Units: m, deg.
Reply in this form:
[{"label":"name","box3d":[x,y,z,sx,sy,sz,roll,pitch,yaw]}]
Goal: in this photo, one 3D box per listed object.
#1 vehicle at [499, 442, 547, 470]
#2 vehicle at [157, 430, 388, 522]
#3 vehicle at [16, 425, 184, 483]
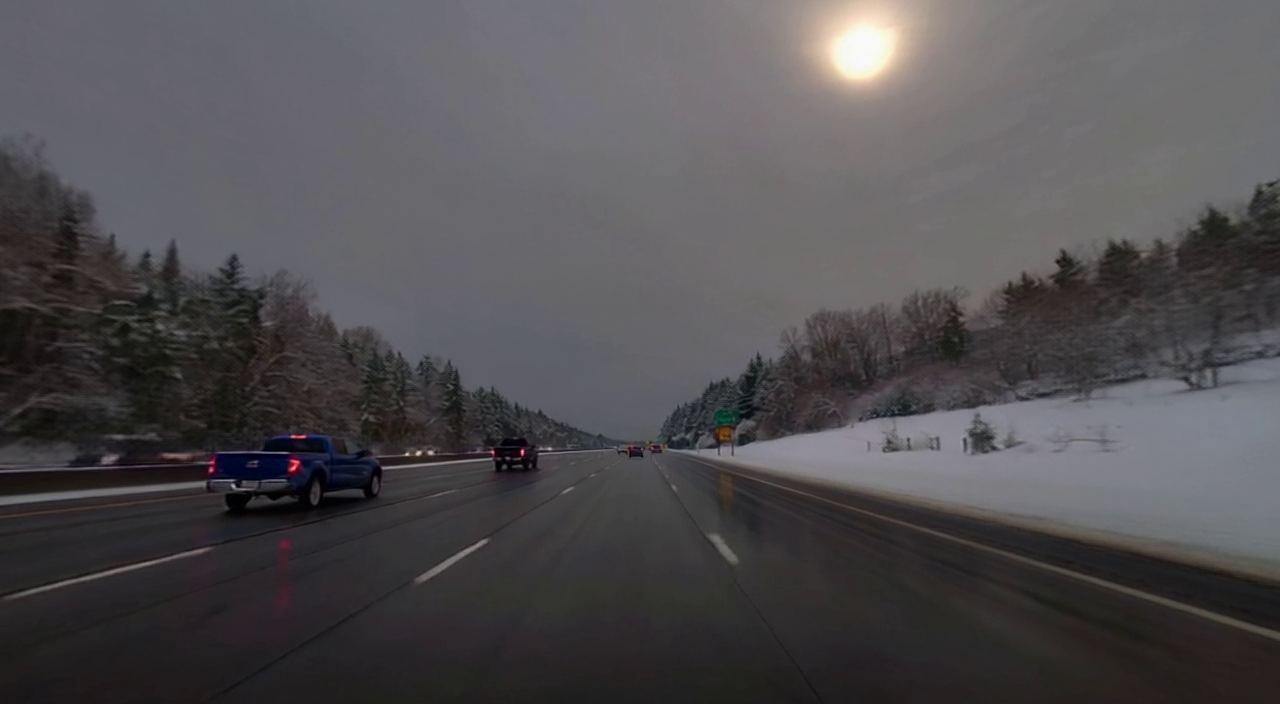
[{"label":"vehicle","box3d":[-6.826,6.106,37.183,1.919,1.499,4.234,0,-8,1]},{"label":"vehicle","box3d":[-7.311,2.489,13.284,1.965,1.567,4.686,0,-8,1]},{"label":"vehicle","box3d":[-25.874,4.914,30.678,2.311,2.519,6.333,0,-8,3]}]
